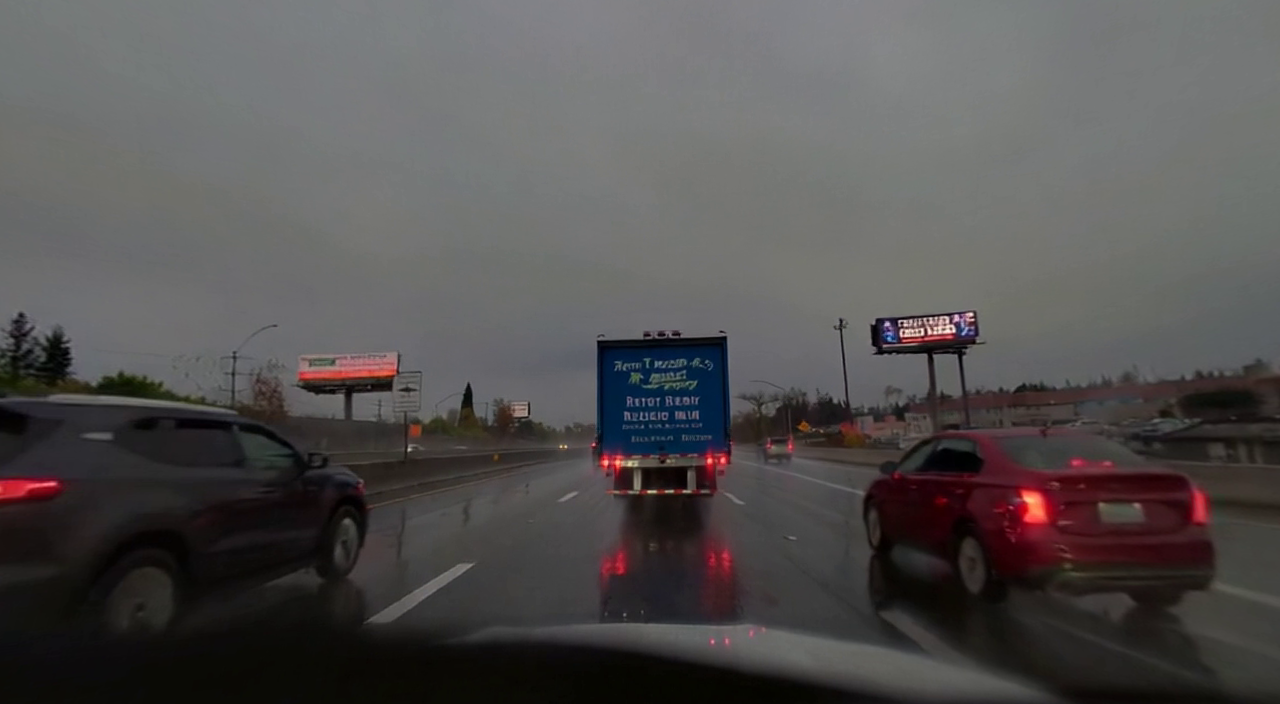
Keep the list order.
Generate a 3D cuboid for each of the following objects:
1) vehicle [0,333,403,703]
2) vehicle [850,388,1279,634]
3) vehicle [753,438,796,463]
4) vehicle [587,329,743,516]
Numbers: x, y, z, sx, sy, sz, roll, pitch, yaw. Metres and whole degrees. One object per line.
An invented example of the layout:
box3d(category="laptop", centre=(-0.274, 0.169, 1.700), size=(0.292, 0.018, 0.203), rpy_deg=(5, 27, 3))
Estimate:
box3d(category="vehicle", centre=(-3.657, 1.073, 4.545), size=(2.030, 1.757, 4.509), rpy_deg=(0, -8, 2))
box3d(category="vehicle", centre=(3.976, 1.406, 6.613), size=(2.066, 1.692, 4.339), rpy_deg=(0, -8, 1))
box3d(category="vehicle", centre=(8.343, 6.133, 39.491), size=(1.931, 1.495, 3.889), rpy_deg=(0, -8, 2))
box3d(category="vehicle", centre=(0.622, 1.825, 15.508), size=(2.733, 3.296, 8.571), rpy_deg=(0, -8, 3))
